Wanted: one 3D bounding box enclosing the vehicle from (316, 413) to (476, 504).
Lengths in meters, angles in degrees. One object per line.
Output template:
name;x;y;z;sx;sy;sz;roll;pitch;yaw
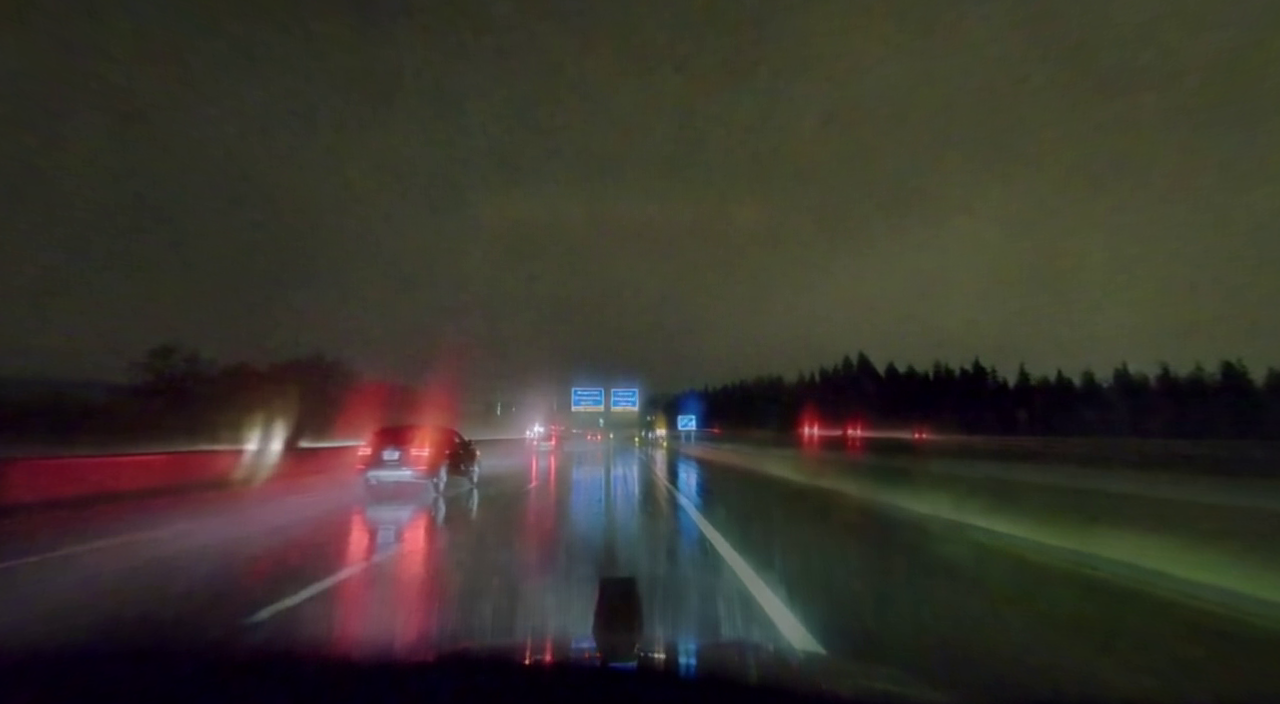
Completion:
vehicle;-5.228;2.319;14.172;2.007;1.727;4.040;0;-8;-1

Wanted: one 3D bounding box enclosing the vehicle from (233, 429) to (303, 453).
vehicle;-26.129;6.277;44.350;1.860;1.550;5.136;0;-8;-1
